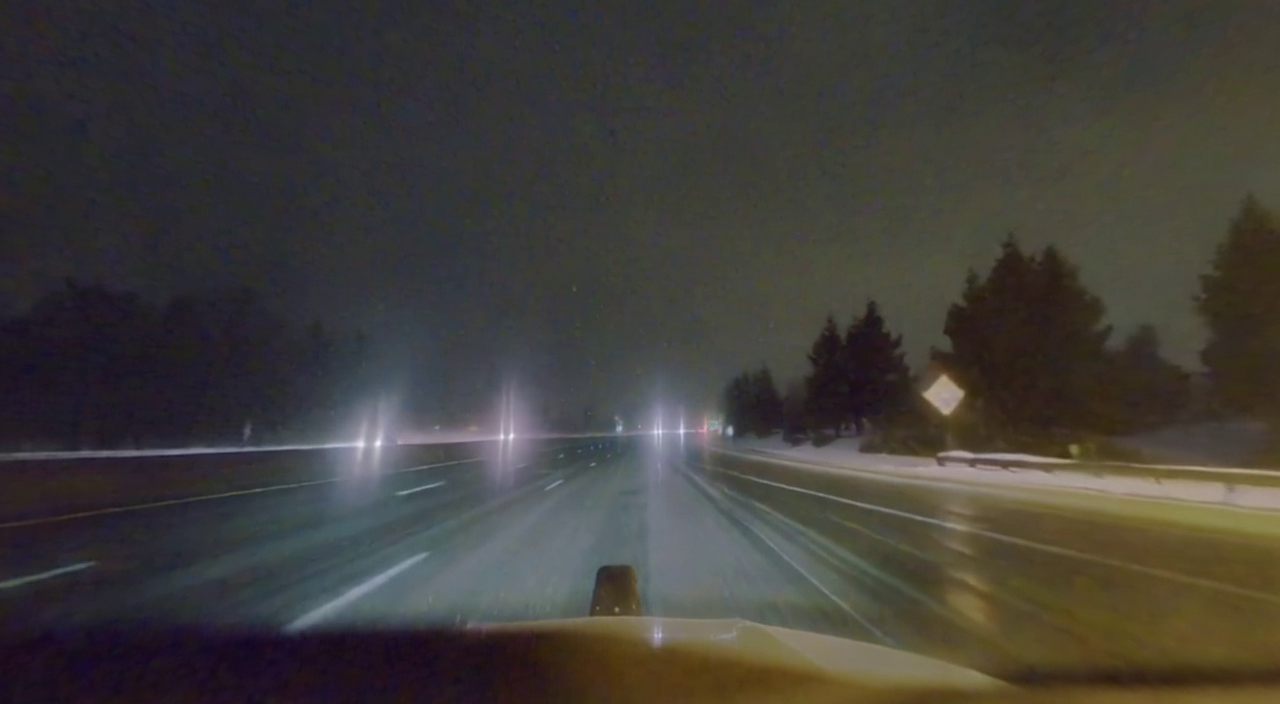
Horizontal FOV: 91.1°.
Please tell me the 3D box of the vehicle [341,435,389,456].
[{"bbox_3d":[-21.295,7.239,48.849,1.826,1.518,4.178,0,-8,1],"label":"vehicle"}]
